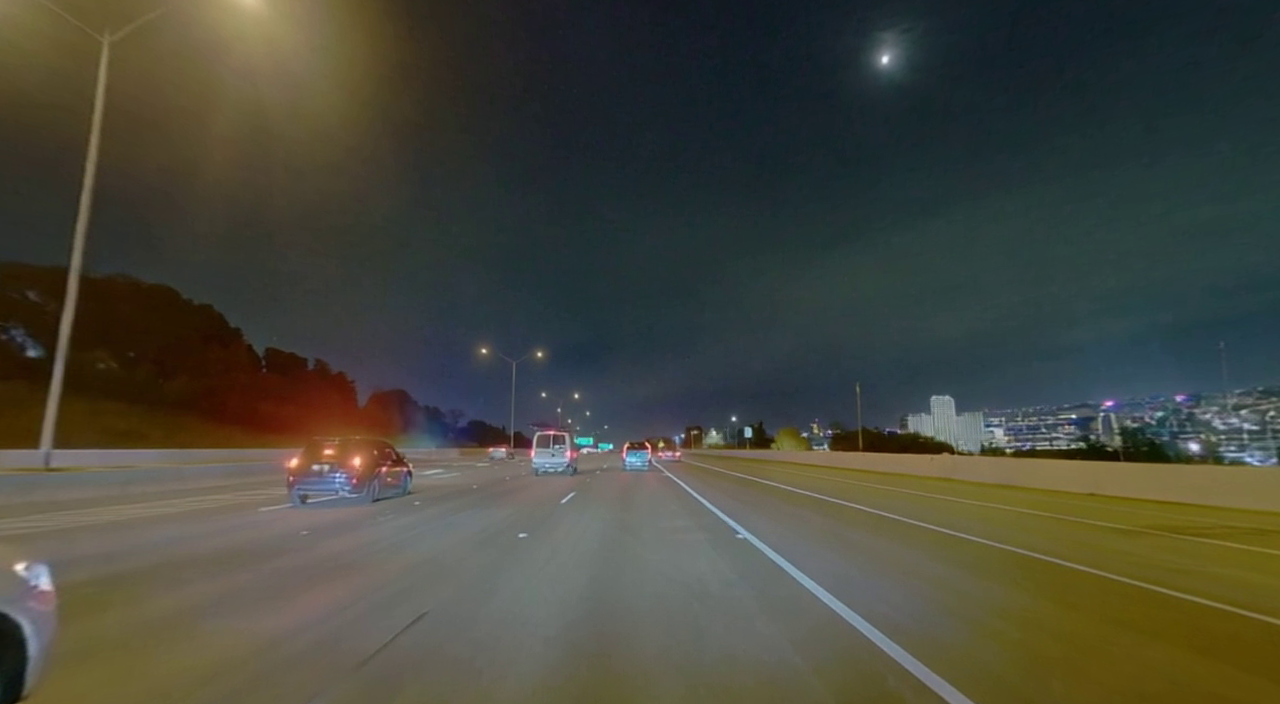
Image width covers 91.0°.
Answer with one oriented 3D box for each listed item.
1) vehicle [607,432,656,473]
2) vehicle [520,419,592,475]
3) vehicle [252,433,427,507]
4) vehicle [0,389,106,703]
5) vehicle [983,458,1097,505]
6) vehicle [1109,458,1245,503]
[{"bbox_3d":[-0.379,4.843,30.382,2.207,1.807,4.199,0,-9,0],"label":"vehicle"},{"bbox_3d":[-3.691,4.369,28.963,2.504,2.276,5.933,0,-9,0],"label":"vehicle"},{"bbox_3d":[-6.927,2.760,15.183,1.959,1.493,4.575,0,-9,0],"label":"vehicle"},{"bbox_3d":[-3.267,0.627,0.508,1.963,1.507,4.172,0,-9,0],"label":"vehicle"},{"bbox_3d":[14.327,4.638,22.806,1.810,1.391,3.473,3,-8,-1],"label":"vehicle"},{"bbox_3d":[21.156,5.040,25.057,1.789,1.531,3.983,0,-9,-1],"label":"vehicle"}]
